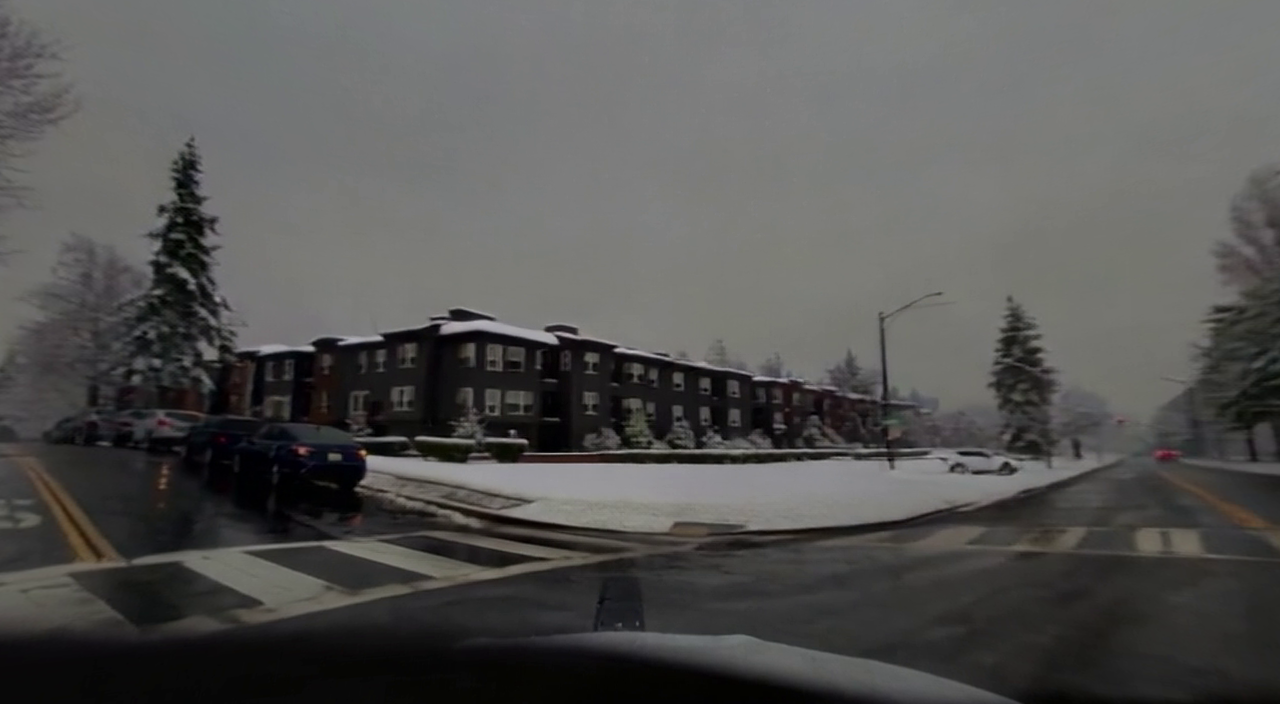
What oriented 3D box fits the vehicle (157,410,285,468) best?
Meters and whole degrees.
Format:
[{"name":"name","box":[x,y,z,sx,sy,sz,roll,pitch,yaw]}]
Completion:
[{"name":"vehicle","box":[-12.173,2.536,18.256,4.393,1.478,1.776,-7,-11,39]}]

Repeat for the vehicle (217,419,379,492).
[{"name":"vehicle","box":[-7.971,2.360,14.575,4.322,1.436,1.827,-8,-12,41]}]

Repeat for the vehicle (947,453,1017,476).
[{"name":"vehicle","box":[24.812,8.146,45.932,4.115,1.580,1.702,-7,-11,41]}]

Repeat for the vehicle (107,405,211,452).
[{"name":"vehicle","box":[-17.132,2.766,22.419,4.402,1.513,1.879,-7,-11,40]}]

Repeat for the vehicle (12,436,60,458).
[{"name":"vehicle","box":[-41.160,6.475,43.028,4.047,1.451,1.778,-7,-11,40]}]
